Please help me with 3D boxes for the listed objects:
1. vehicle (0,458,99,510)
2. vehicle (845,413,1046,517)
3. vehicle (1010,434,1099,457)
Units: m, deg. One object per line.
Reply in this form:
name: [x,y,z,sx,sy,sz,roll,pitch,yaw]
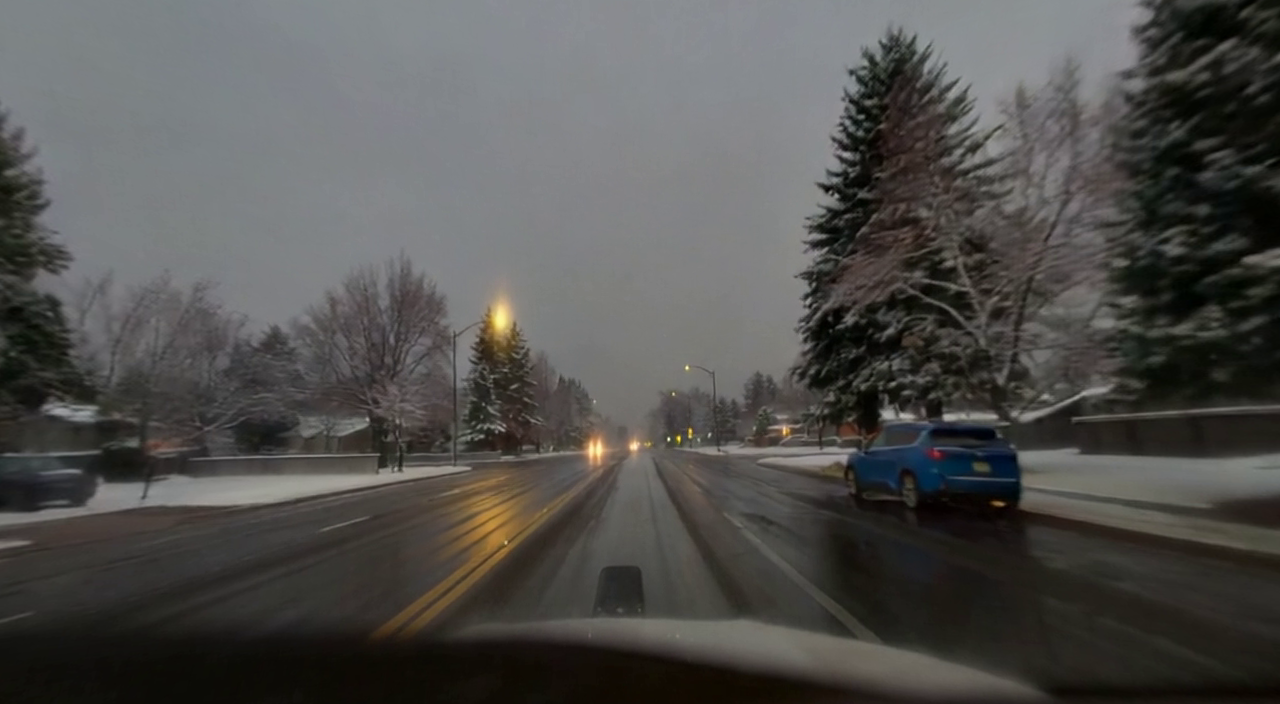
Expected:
vehicle: [-21.526,4.498,21.699,4.222,1.596,1.968,-2,-8,6]
vehicle: [6.488,2.461,14.225,2.116,1.844,4.792,2,-8,0]
vehicle: [29.665,6.708,45.360,4.899,1.526,1.916,0,-8,5]
